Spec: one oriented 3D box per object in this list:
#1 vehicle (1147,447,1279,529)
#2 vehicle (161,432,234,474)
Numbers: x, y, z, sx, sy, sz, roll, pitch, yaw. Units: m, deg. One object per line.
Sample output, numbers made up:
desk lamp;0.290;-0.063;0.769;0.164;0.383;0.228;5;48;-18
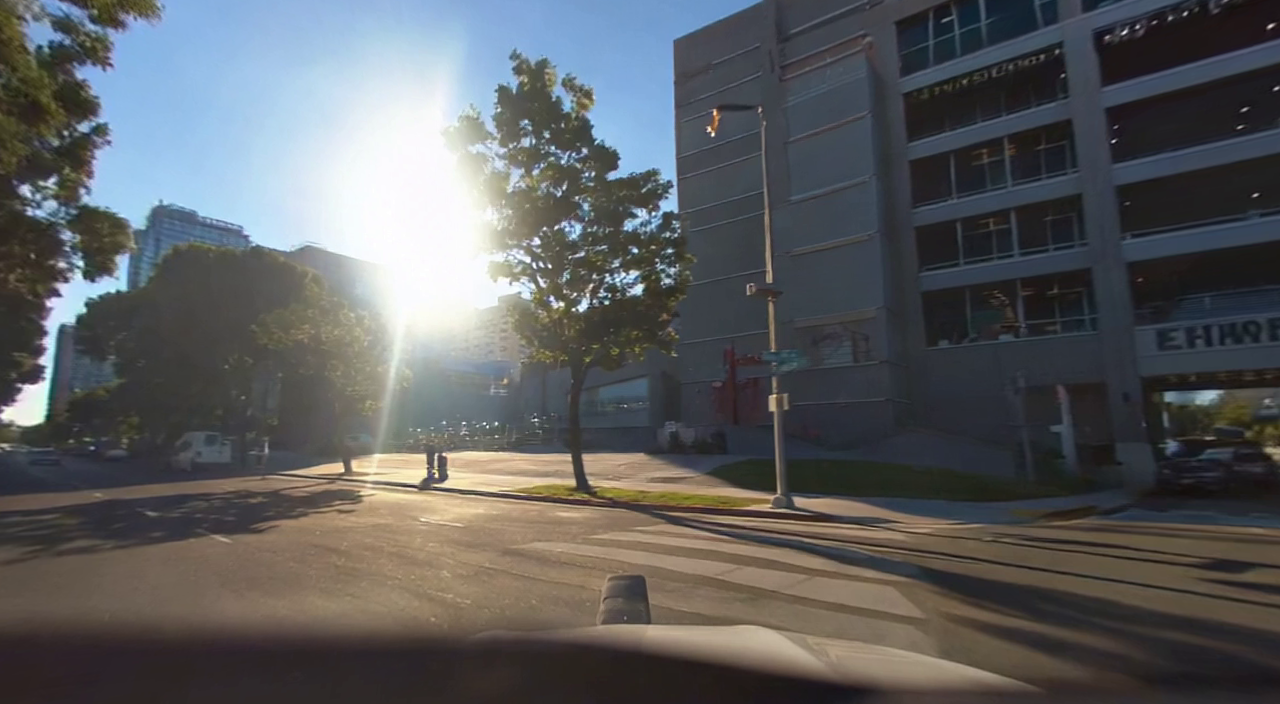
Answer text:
vehicle;13.167;2.839;13.843;4.949;1.475;2.182;7;-11;-41
vehicle;-29.153;6.604;41.450;6.178;2.509;2.596;-8;-12;43
